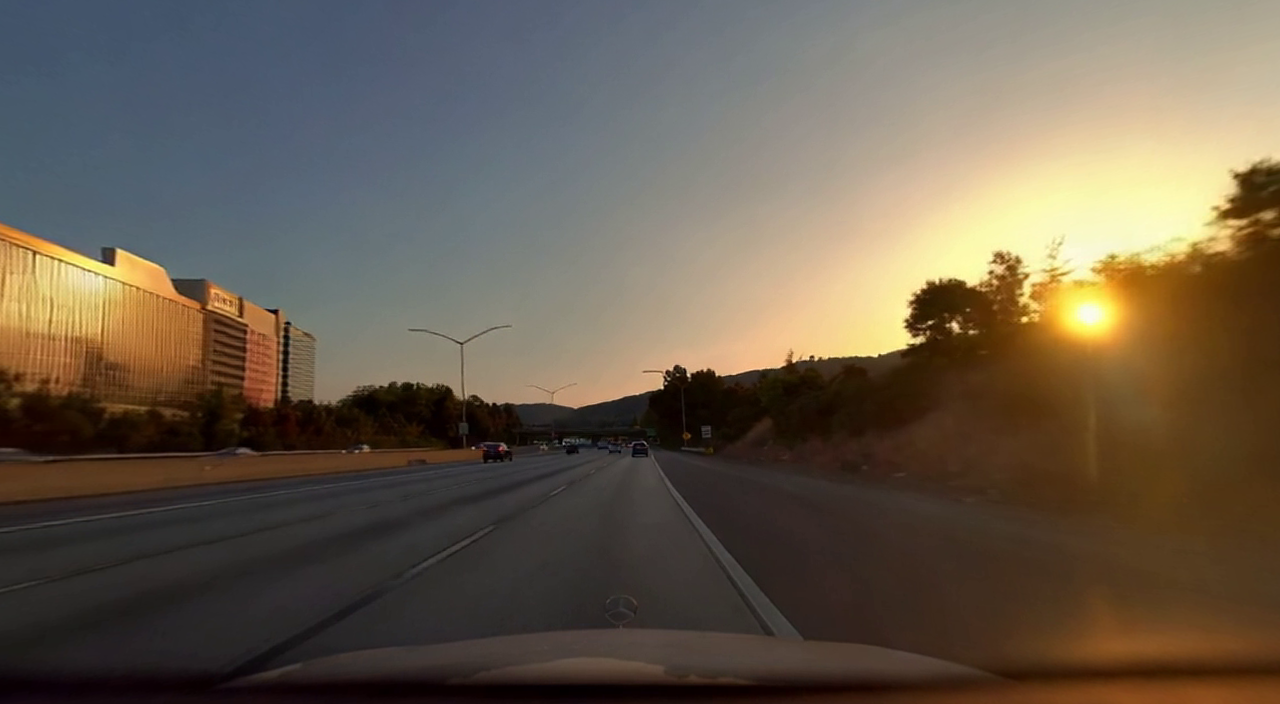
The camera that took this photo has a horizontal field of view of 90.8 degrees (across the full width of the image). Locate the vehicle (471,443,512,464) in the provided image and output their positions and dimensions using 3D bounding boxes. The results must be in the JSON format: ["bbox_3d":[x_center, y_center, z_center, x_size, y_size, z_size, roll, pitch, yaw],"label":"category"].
[{"bbox_3d":[-11.047,7.538,47.201,1.914,1.440,4.467,0,-8,1],"label":"vehicle"}]
